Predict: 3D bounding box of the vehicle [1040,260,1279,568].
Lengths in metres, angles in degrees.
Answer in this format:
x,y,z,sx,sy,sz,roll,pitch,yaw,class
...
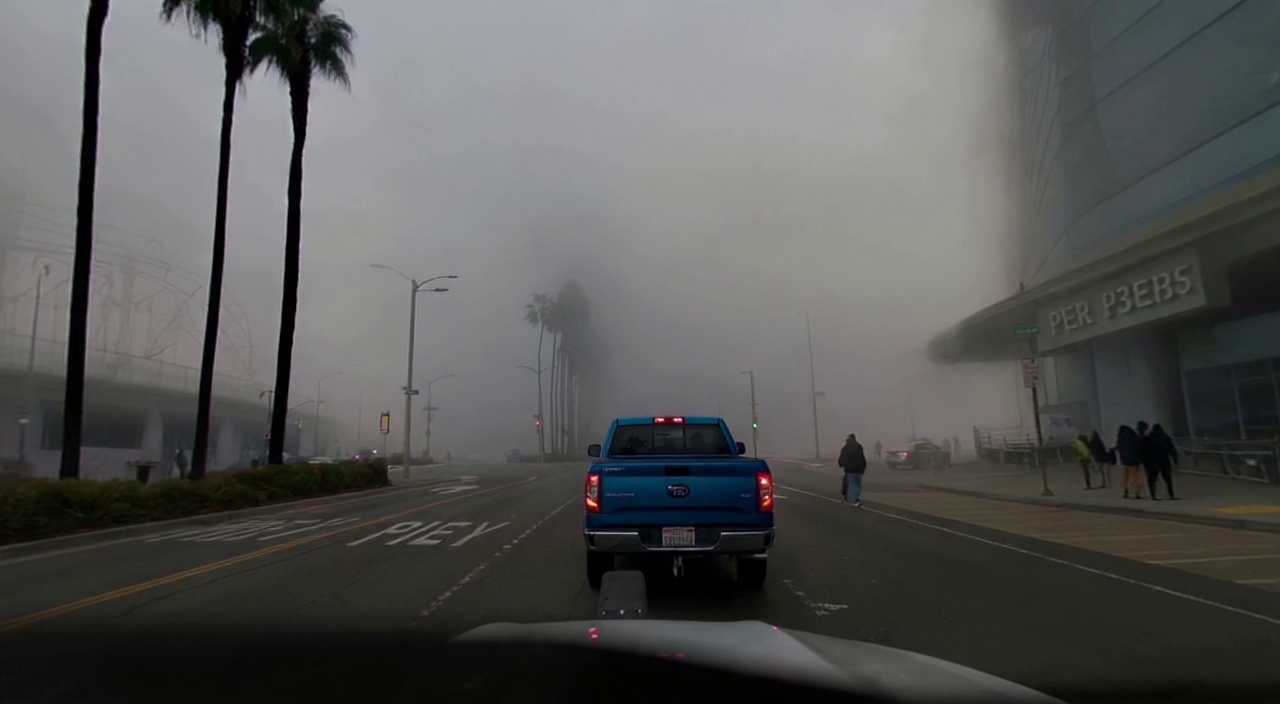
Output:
x,y,z,sx,sy,sz,roll,pitch,yaw,class
7.913,0.875,8.586,2.666,3.345,3.622,-1,-9,8,vehicle

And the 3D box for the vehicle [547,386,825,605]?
x,y,z,sx,sy,sz,roll,pitch,yaw,class
0.407,1.586,7.972,2.311,1.819,5.255,0,-8,1,vehicle
